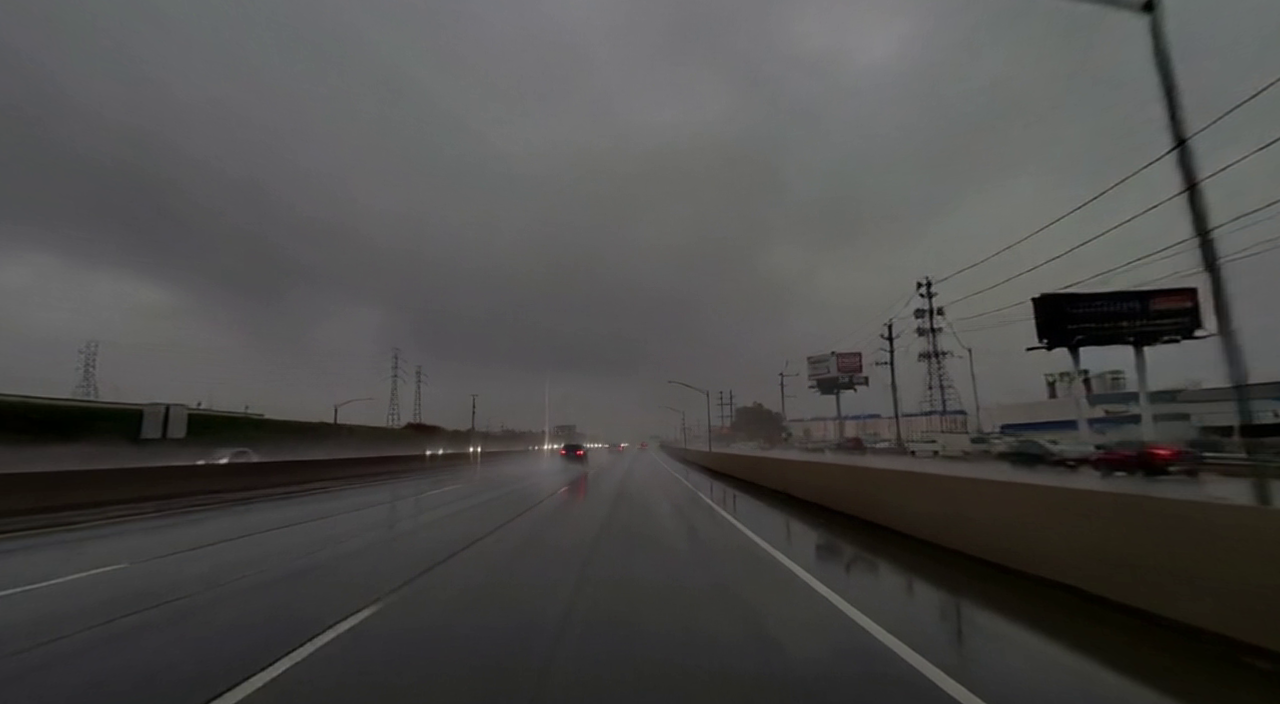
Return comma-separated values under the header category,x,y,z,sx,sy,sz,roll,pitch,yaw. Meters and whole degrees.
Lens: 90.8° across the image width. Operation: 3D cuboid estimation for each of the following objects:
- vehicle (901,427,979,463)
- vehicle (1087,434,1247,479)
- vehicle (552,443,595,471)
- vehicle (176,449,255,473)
category,x,y,z,sx,sy,sz,roll,pitch,yaw
vehicle,18.831,5.884,40.020,2.165,2.077,5.451,0,-9,-1
vehicle,19.066,3.798,23.217,1.806,1.466,4.711,0,-9,0
vehicle,-3.768,6.042,36.627,1.940,1.479,4.545,0,-9,1
vehicle,-29.071,7.436,43.467,2.019,1.502,4.837,0,-9,1
